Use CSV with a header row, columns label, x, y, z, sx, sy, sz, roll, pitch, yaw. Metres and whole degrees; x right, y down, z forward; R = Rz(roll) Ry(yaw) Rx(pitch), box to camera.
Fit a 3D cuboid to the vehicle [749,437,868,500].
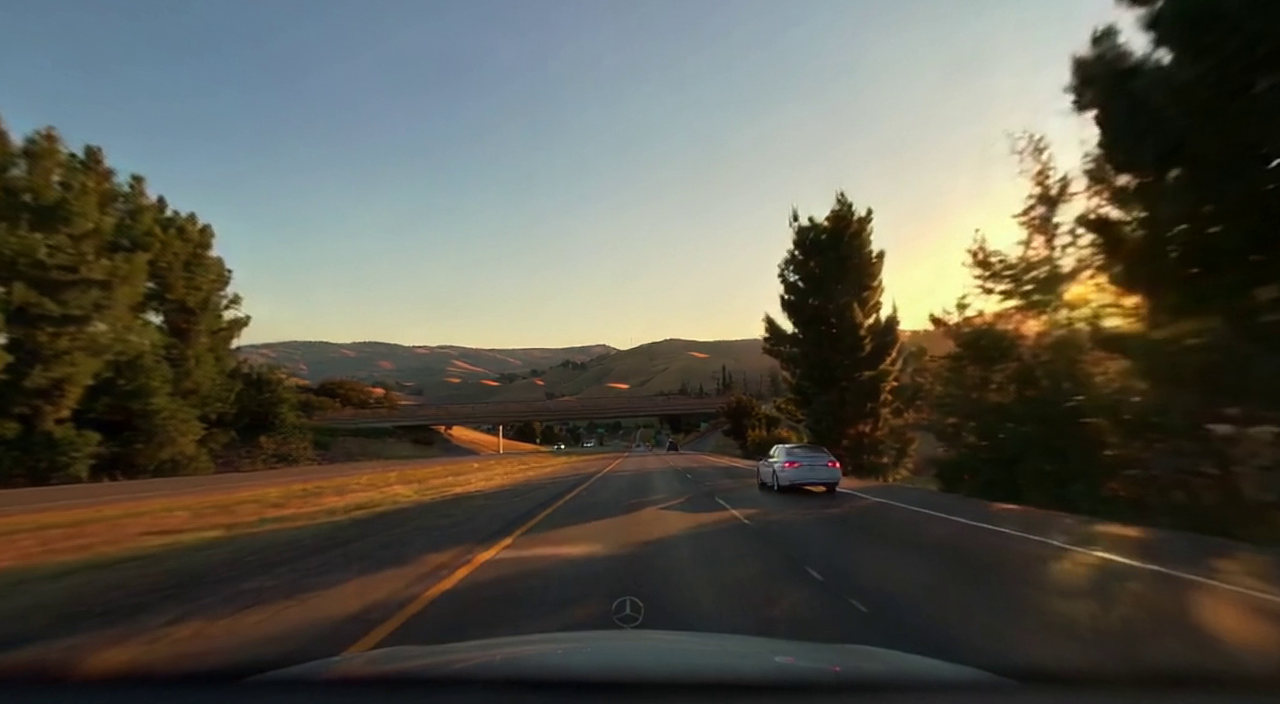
label,x,y,z,sx,sy,sz,roll,pitch,yaw
vehicle,4.478,3.162,17.644,2.027,1.487,4.718,0,-8,0
